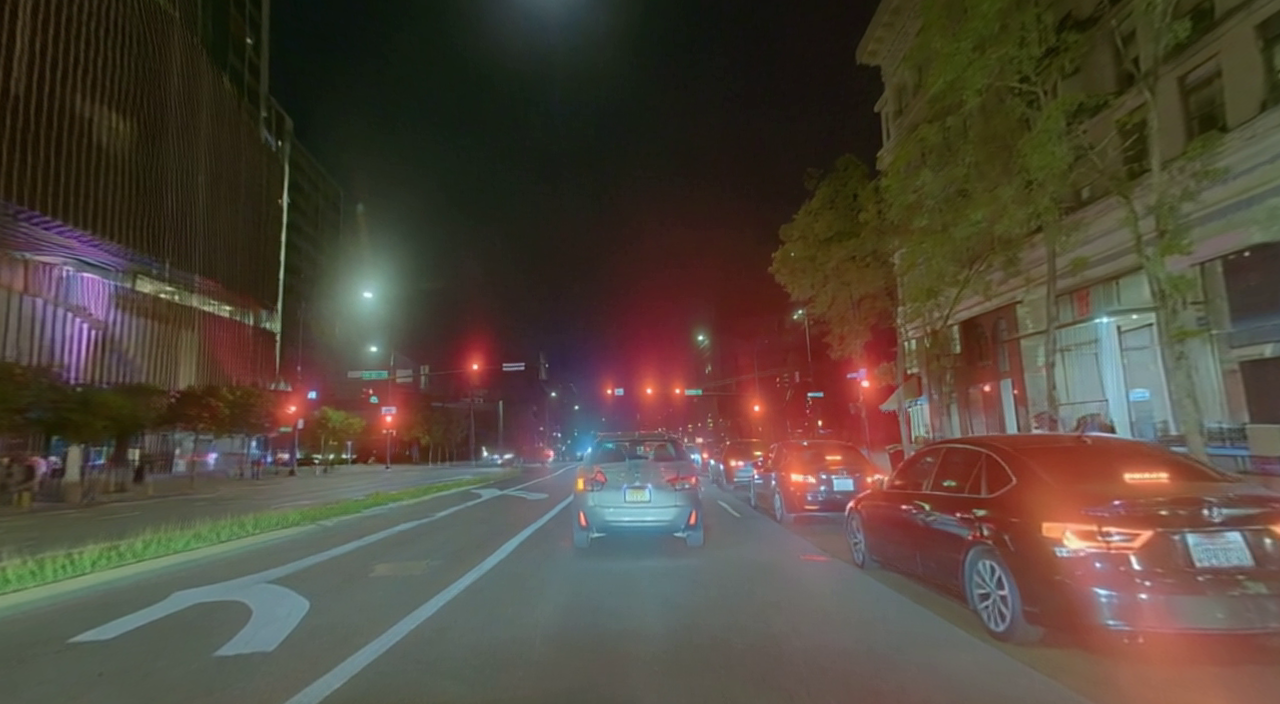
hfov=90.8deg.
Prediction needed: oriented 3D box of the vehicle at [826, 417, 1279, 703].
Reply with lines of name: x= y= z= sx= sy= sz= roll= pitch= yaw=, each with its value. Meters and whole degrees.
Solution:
vehicle: x=3.241 y=1.383 z=5.324 sx=1.912 sy=1.454 sz=4.537 roll=0 pitch=-9 yaw=-1

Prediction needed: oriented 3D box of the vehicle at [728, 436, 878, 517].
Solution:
vehicle: x=3.338 y=2.644 z=13.967 sx=1.996 sy=1.469 sz=4.495 roll=0 pitch=-9 yaw=-2

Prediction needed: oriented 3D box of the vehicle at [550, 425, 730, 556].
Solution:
vehicle: x=-0.030 y=1.936 z=9.498 sx=2.118 sy=1.512 sz=4.013 roll=0 pitch=-9 yaw=-1
